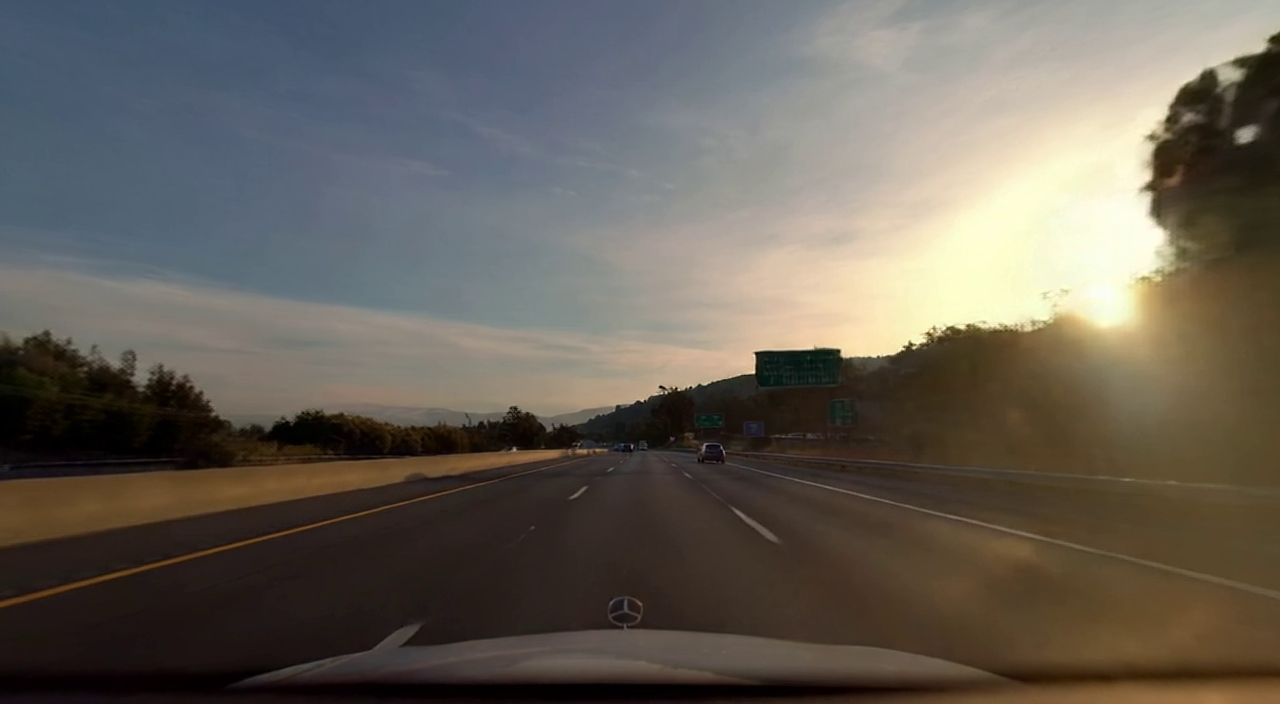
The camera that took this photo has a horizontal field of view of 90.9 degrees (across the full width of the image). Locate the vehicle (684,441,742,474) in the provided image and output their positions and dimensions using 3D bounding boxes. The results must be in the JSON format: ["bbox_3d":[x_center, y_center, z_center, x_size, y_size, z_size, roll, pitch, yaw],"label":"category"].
[{"bbox_3d":[3.470,5.136,30.937,2.193,1.462,4.533,0,-8,-1],"label":"vehicle"}]
